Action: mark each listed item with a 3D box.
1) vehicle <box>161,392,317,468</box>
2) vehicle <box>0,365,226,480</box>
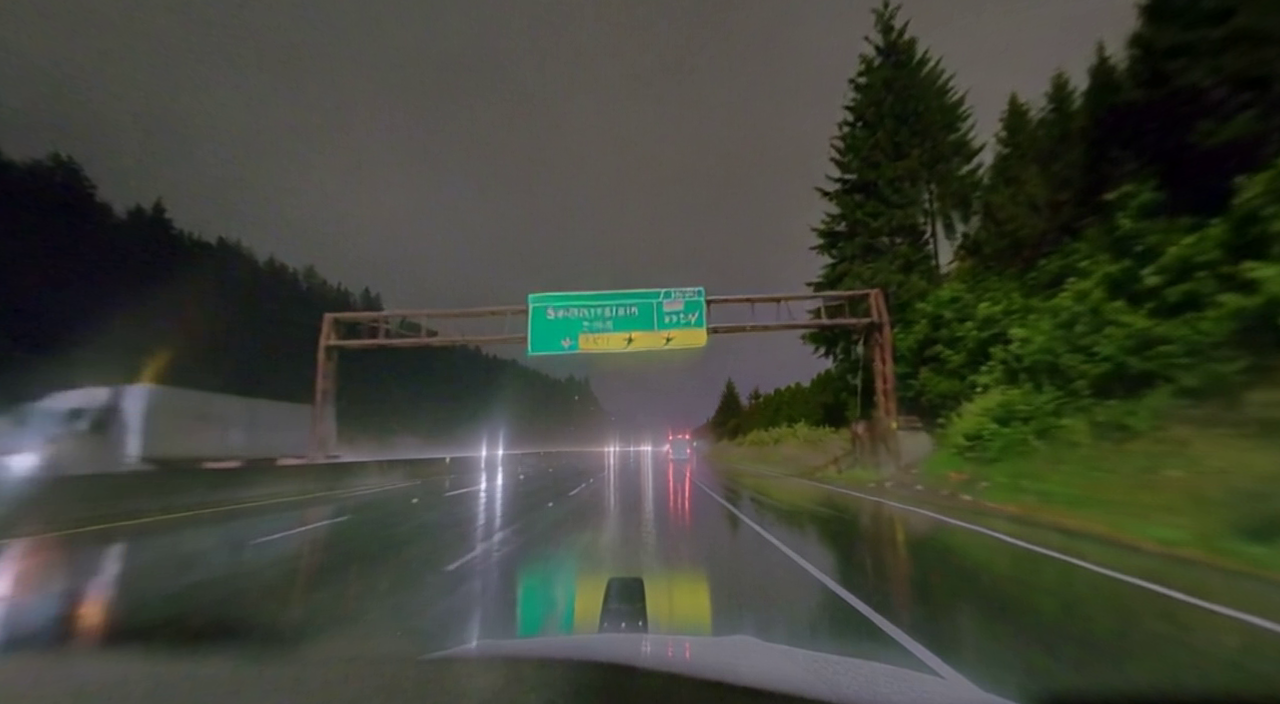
[{"bbox_3d":[-21.772,4.439,35.027,3.124,3.673,8.223,0,-9,0],"label":"vehicle"},{"bbox_3d":[-21.782,3.048,25.498,2.968,3.719,10.272,0,-9,0],"label":"vehicle"}]
